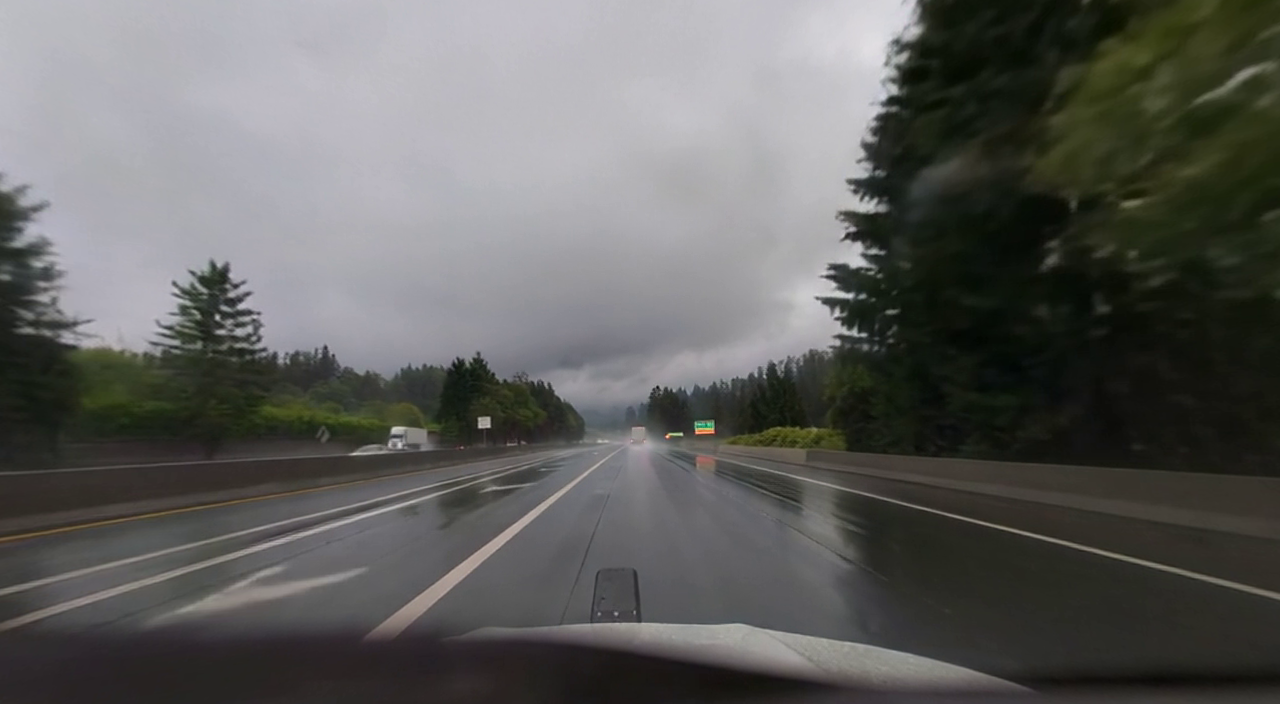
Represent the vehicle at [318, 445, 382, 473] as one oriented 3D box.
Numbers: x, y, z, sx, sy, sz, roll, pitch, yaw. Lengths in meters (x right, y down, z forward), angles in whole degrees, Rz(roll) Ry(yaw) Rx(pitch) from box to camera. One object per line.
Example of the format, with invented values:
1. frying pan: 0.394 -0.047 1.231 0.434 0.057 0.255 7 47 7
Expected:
1. vehicle: -16.609 6.099 36.336 1.745 1.427 4.337 0 -8 -1
